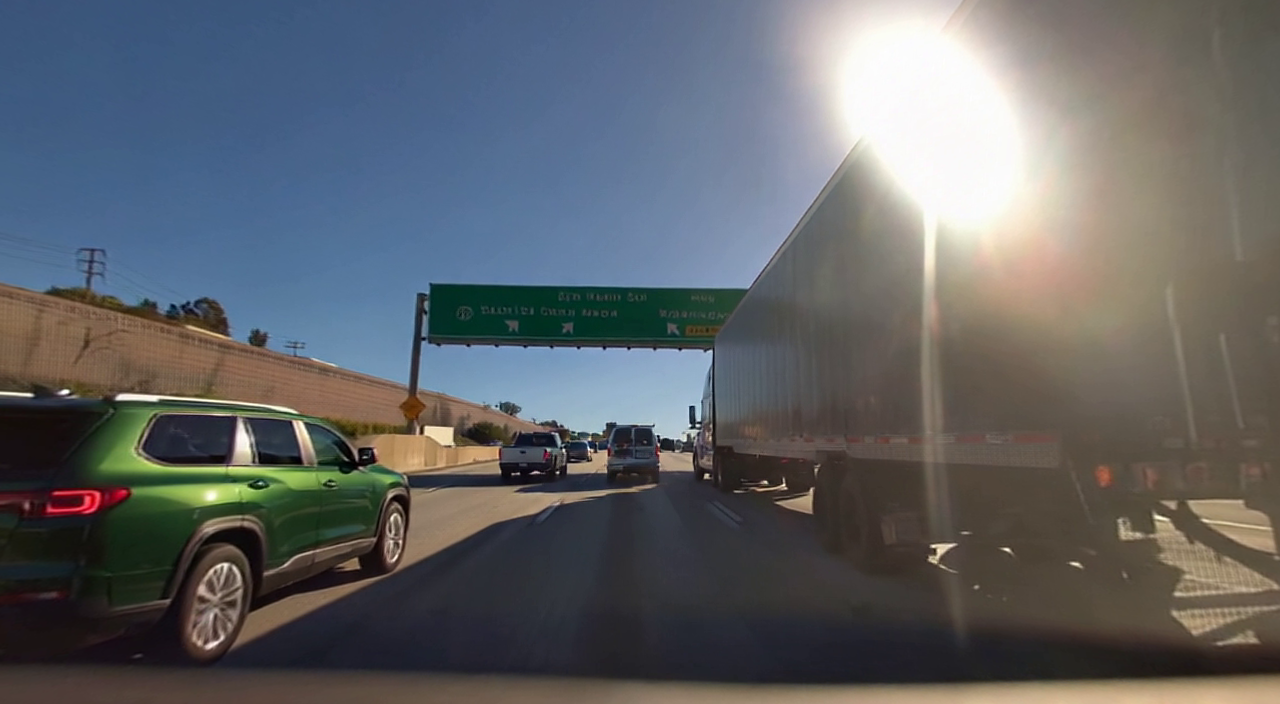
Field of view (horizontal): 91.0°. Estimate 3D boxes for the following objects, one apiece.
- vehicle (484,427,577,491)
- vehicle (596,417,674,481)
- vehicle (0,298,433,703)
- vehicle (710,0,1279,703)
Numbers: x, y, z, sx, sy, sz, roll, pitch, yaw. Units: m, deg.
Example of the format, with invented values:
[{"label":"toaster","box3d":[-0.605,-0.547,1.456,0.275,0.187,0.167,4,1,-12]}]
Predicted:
[{"label":"vehicle","box3d":[-3.361,3.406,20.351,2.120,1.812,4.659,0,-8,1]},{"label":"vehicle","box3d":[-0.197,3.832,24.945,2.704,2.216,5.804,0,-8,0]},{"label":"vehicle","box3d":[-3.285,1.015,4.080,2.193,1.803,4.958,0,-8,0]},{"label":"vehicle","box3d":[3.490,0.530,9.095,2.852,4.121,16.210,0,-8,-1]}]
